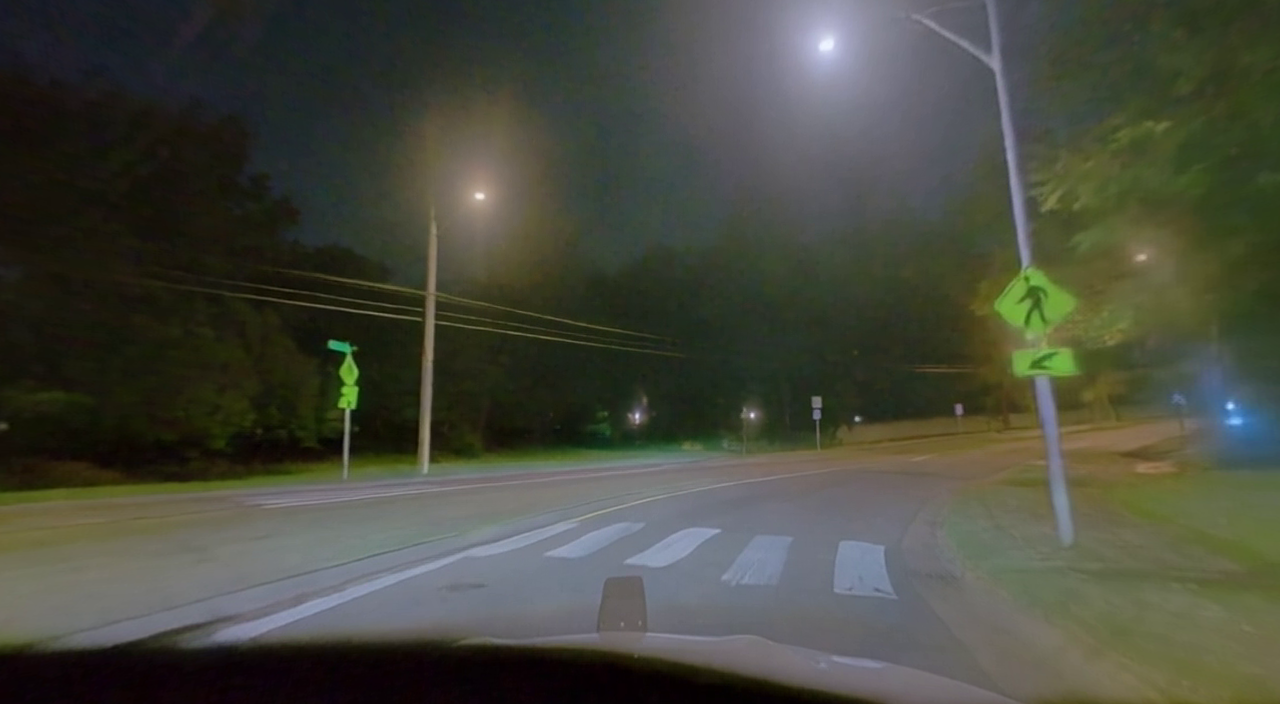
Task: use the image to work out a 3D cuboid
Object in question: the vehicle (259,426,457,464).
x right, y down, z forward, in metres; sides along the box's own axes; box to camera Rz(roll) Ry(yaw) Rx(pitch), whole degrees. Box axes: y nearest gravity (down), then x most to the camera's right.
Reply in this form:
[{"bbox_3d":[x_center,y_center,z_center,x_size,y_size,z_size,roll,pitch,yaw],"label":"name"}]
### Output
[{"bbox_3d":[-19.647,6.718,45.153,2.837,2.354,12.960,-7,-11,40],"label":"vehicle"}]
